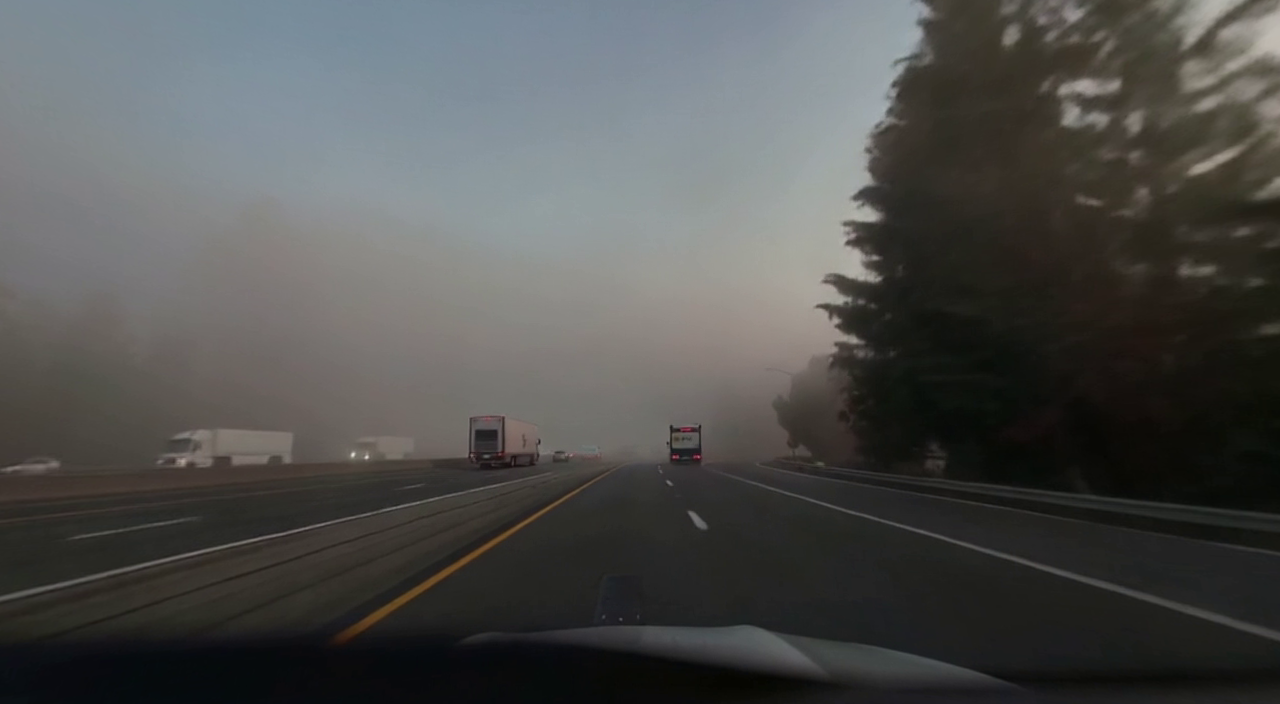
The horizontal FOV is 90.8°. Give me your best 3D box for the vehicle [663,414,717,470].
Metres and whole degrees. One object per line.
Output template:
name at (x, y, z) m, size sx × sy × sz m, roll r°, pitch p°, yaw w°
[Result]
vehicle at (3.476, 6.895, 47.692) m, size 2.928 × 3.595 × 13.975 m, roll 0°, pitch -9°, yaw 0°
